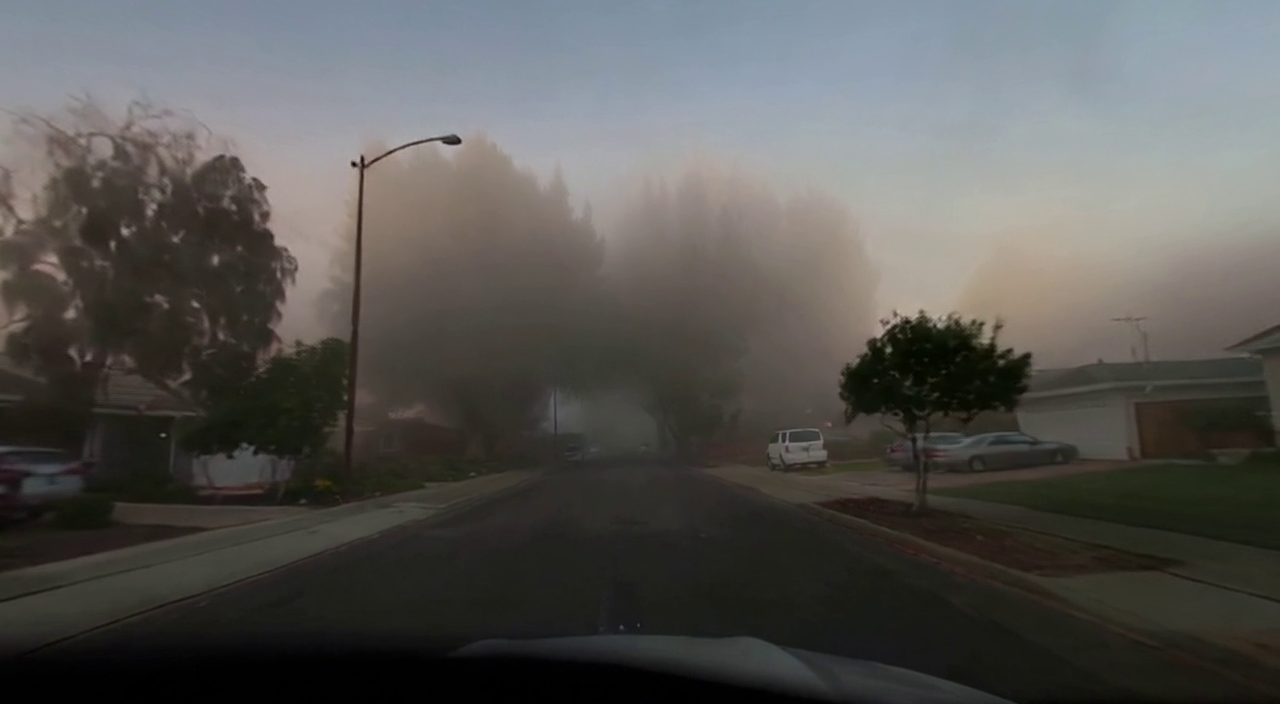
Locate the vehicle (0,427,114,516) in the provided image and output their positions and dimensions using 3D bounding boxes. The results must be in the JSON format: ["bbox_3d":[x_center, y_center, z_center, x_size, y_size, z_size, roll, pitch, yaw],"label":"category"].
[{"bbox_3d":[-15.046,2.619,14.066,4.578,1.808,2.162,0,-8,-4],"label":"vehicle"}]

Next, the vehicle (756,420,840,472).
[{"bbox_3d":[6.851,4.161,28.001,2.233,1.923,4.848,-4,-8,-2],"label":"vehicle"}]

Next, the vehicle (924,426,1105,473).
[{"bbox_3d":[12.108,3.180,20.663,4.686,1.466,1.869,0,-8,0],"label":"vehicle"}]

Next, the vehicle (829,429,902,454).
[{"bbox_3d":[14.601,5.838,41.040,4.045,1.570,1.864,0,-8,-1],"label":"vehicle"}]
